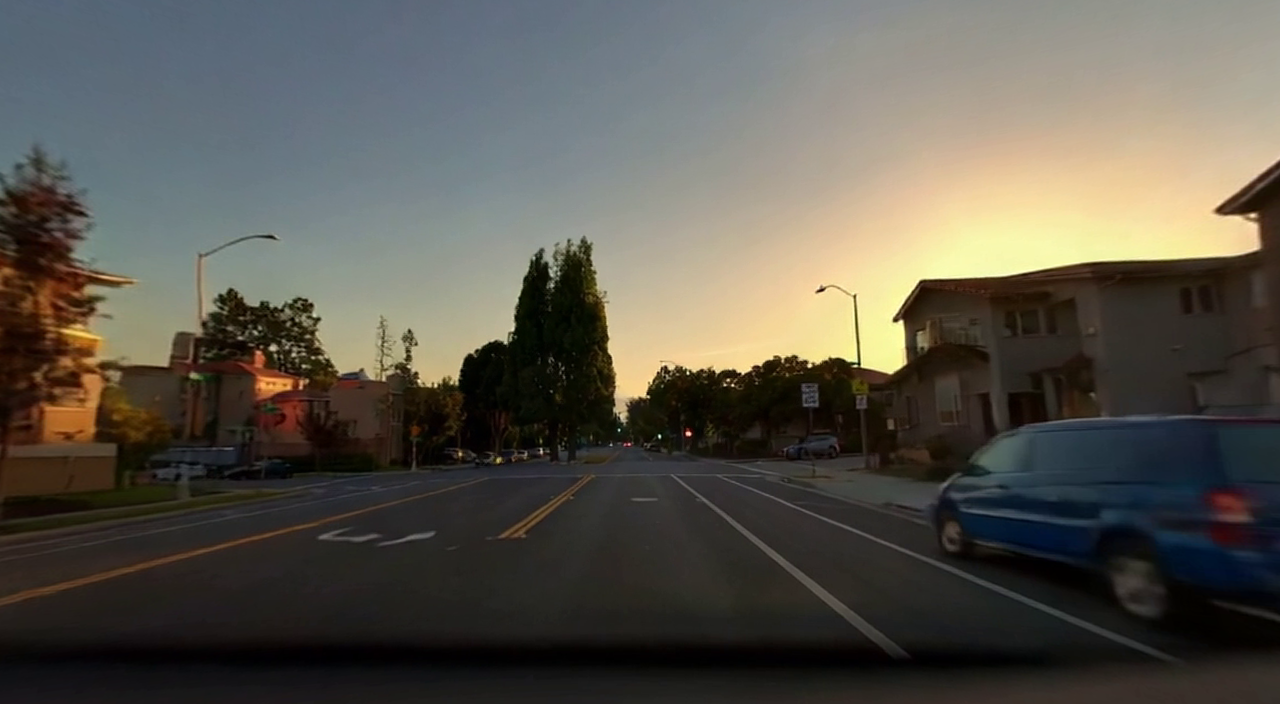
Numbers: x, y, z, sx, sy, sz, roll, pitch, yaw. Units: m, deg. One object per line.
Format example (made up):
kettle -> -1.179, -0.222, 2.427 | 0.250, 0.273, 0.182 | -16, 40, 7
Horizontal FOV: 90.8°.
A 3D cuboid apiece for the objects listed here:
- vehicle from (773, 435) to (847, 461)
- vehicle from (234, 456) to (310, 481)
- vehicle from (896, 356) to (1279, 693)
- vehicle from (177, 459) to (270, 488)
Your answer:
vehicle -> 11.567, 6.569, 43.216 | 4.406, 1.738, 2.020 | 0, -8, 0
vehicle -> -25.874, 8.159, 44.479 | 4.185, 1.550, 1.937 | -1, -6, 3
vehicle -> 4.477, 1.292, 5.898 | 2.052, 1.859, 4.778 | 0, -8, -2
vehicle -> -22.572, 6.578, 34.307 | 3.687, 1.465, 1.855 | 0, -8, -1
